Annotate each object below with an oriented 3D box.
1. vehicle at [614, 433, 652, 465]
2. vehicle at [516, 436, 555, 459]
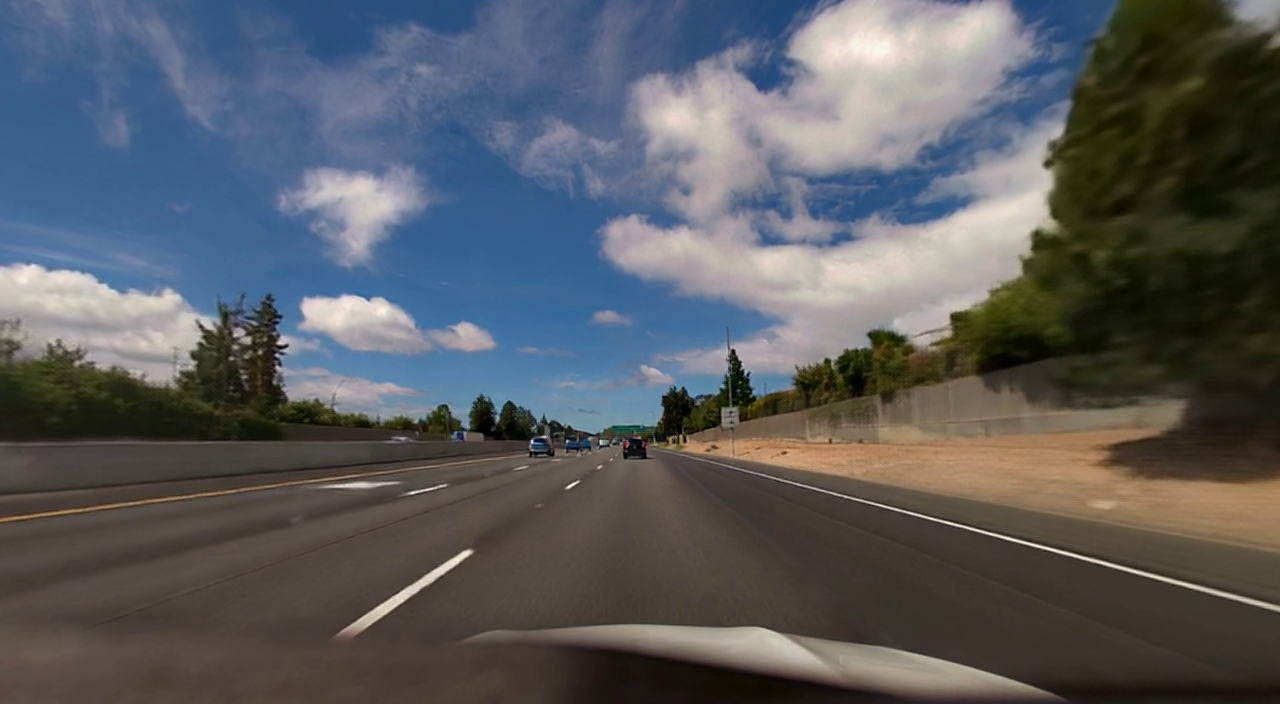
[{"bbox_3d":[-0.383,5.691,36.987,2.141,1.706,4.065,0,-8,0],"label":"vehicle"},{"bbox_3d":[-7.513,6.962,45.872,2.019,1.523,4.396,0,-8,1],"label":"vehicle"}]
